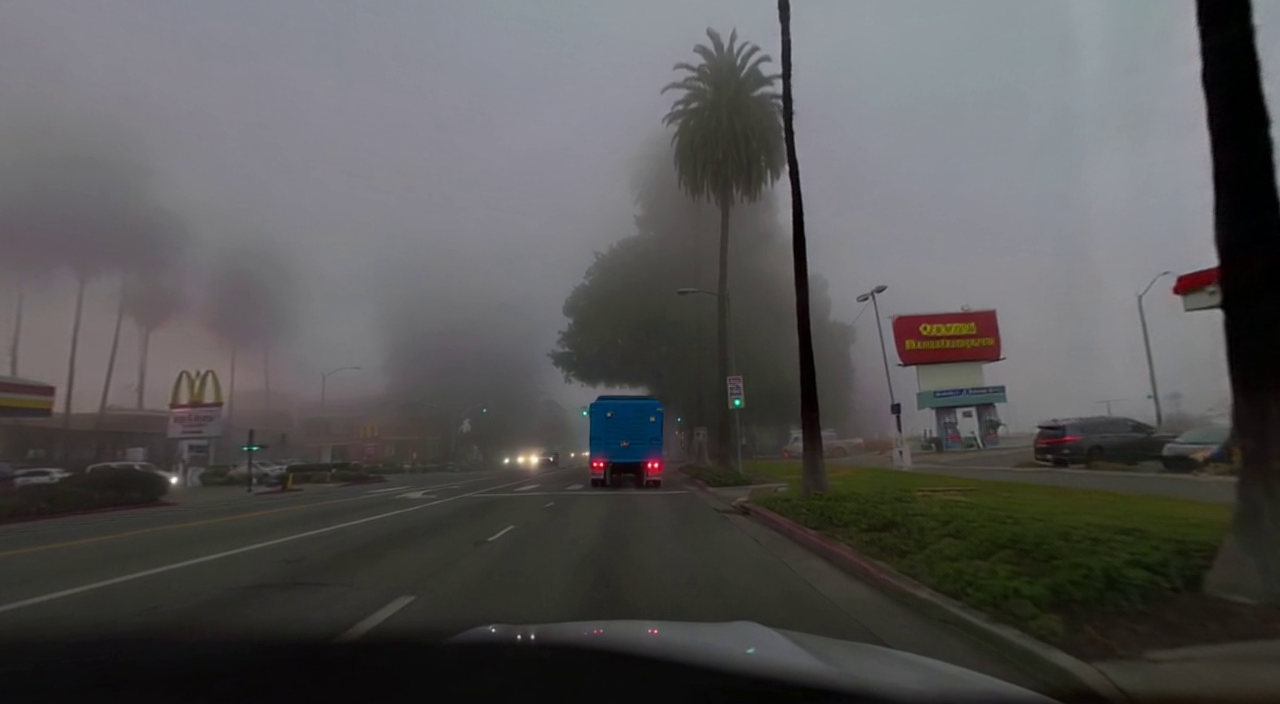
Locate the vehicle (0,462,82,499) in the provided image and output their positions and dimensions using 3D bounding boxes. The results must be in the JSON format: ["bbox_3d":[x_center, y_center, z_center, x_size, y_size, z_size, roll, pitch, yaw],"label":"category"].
[{"bbox_3d":[-28.024,5.682,27.968,4.493,1.453,1.912,4,-9,-27],"label":"vehicle"}]

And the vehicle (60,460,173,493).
[{"bbox_3d":[-28.044,6.642,34.074,4.303,1.567,2.021,5,-10,-30],"label":"vehicle"}]

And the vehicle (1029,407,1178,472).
[{"bbox_3d":[15.822,2.994,21.518,5.078,1.937,2.326,5,-10,-33],"label":"vehicle"}]

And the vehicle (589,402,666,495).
[{"bbox_3d":[-0.302,3.504,23.182,2.463,2.954,5.938,0,-8,2],"label":"vehicle"}]

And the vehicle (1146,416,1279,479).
[{"bbox_3d":[15.186,2.467,16.409,4.105,1.433,1.931,6,-10,-34],"label":"vehicle"}]
